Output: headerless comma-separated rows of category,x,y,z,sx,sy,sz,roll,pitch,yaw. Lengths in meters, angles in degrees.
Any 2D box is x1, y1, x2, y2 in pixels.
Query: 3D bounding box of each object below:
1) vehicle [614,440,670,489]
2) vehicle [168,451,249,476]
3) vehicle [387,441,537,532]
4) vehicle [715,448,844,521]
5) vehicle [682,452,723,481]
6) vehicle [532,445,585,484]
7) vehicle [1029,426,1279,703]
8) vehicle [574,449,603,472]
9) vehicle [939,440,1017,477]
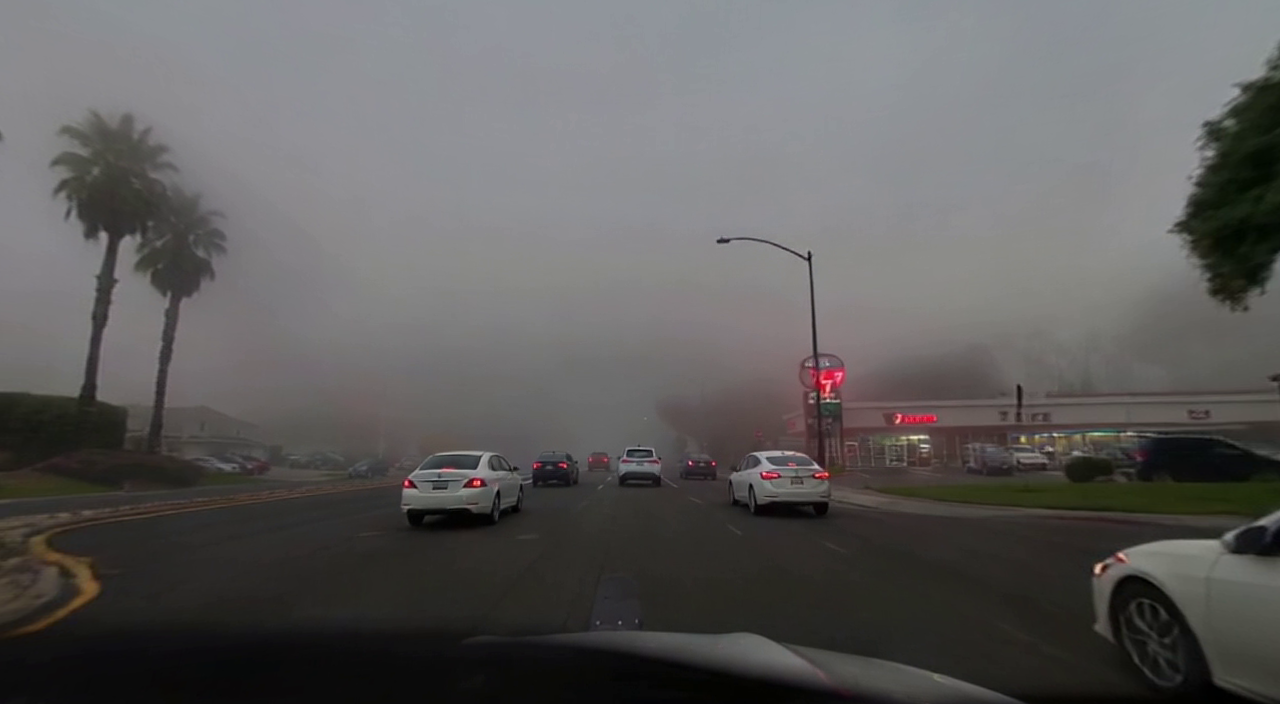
vehicle,0.046,4.687,26.511,2.164,1.867,4.254,0,-8,-1
vehicle,-30.301,7.823,44.277,4.123,1.648,2.053,0,-9,0
vehicle,-3.331,2.575,12.681,1.864,1.505,4.202,0,-8,-1
vehicle,3.204,3.129,15.491,1.977,1.480,4.589,0,-8,-2
vehicle,3.496,6.505,35.916,1.880,1.476,3.932,0,-8,-1
vehicle,-3.818,5.326,30.156,1.932,1.695,4.235,0,-8,0
vehicle,3.687,0.968,2.152,1.867,1.448,4.436,0,-8,0
vehicle,-3.937,8.321,48.447,1.871,1.673,3.920,0,-8,0
vehicle,18.367,5.784,34.447,1.905,1.833,4.347,0,-8,2
